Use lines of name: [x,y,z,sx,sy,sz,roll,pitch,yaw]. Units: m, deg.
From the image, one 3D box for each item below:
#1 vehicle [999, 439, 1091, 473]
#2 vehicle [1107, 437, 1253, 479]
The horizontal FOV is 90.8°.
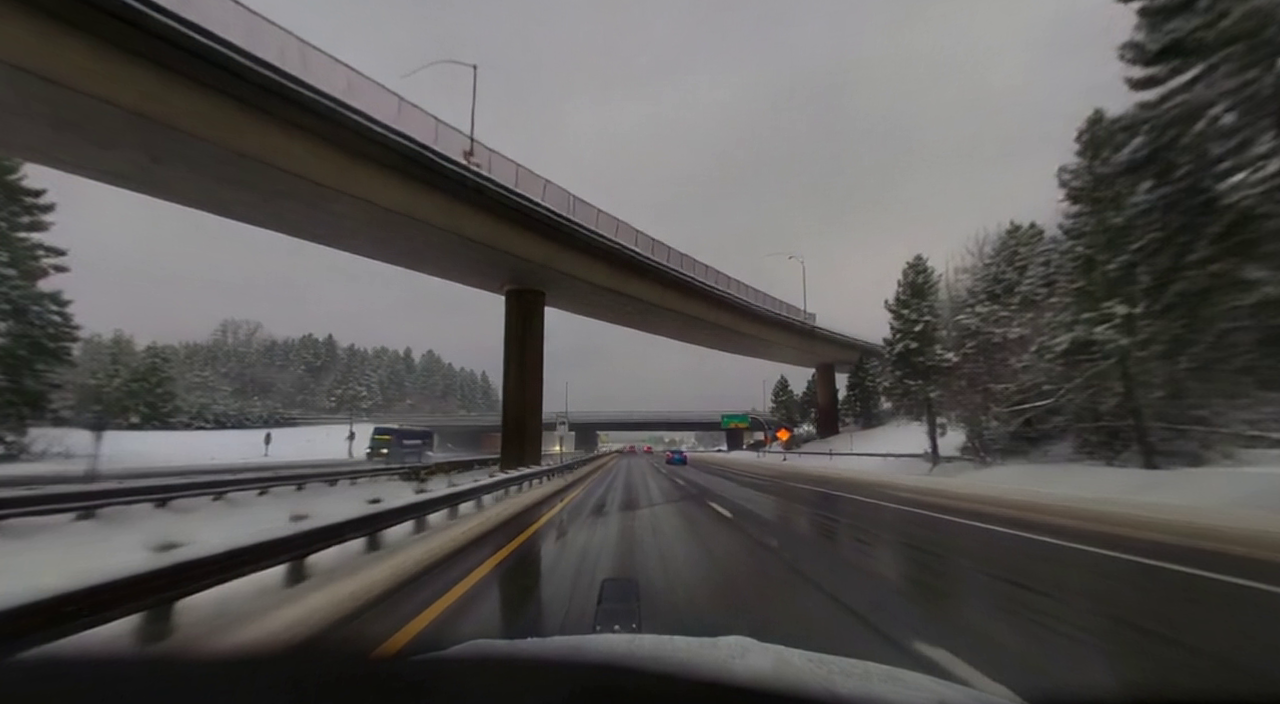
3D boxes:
vehicle: [20.932,5.396,32.888,1.924,1.594,4.293,-1,-8,0]
vehicle: [21.162,4.179,25.071,1.885,1.510,4.372,0,-9,0]
